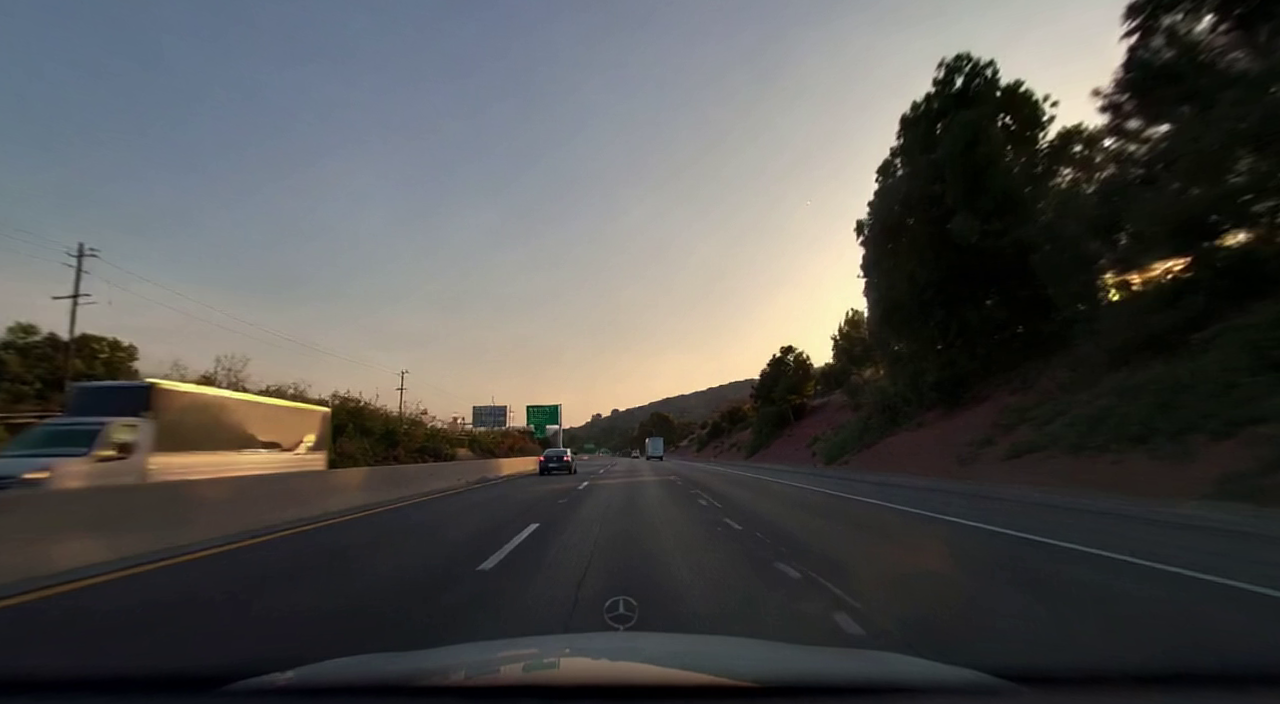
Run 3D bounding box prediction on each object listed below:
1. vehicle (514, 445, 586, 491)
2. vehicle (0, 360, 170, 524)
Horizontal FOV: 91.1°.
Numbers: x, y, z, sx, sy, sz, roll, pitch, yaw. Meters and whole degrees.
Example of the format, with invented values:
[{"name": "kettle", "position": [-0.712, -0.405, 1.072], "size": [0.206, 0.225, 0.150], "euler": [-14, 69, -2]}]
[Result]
[{"name": "vehicle", "position": [-3.245, 4.279, 23.502], "size": [2.100, 1.525, 4.179], "euler": [0, -9, 0]}, {"name": "vehicle", "position": [-16.885, 2.531, 17.413], "size": [3.011, 3.895, 5.853], "euler": [0, -9, -1]}]
